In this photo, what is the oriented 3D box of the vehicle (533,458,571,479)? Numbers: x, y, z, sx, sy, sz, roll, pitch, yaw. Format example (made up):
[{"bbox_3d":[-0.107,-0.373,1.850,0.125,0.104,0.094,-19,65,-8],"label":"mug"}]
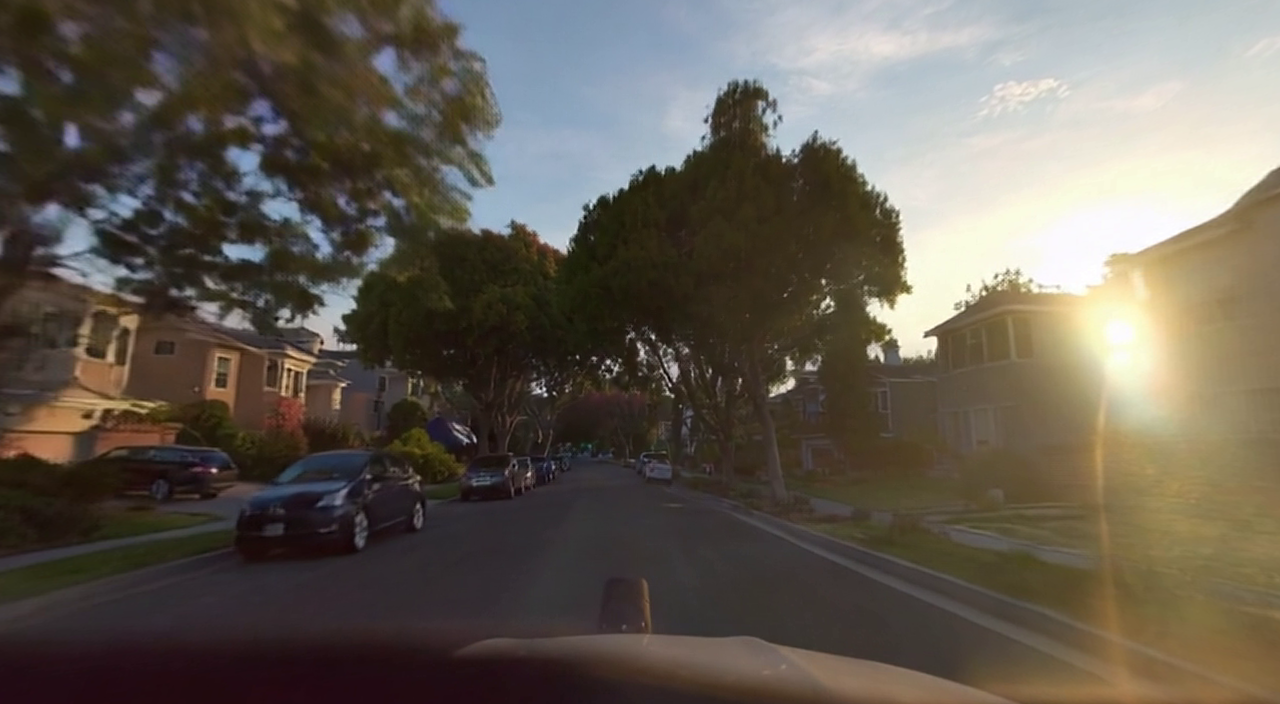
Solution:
[{"bbox_3d":[-5.843,7.781,42.365,1.995,1.330,4.080,0,-10,0],"label":"vehicle"}]

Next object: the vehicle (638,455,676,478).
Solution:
[{"bbox_3d":[1.081,7.707,42.535,2.000,1.456,5.251,1,-10,-5],"label":"vehicle"}]

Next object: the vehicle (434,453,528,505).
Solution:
[{"bbox_3d":[-5.183,4.193,21.208,2.086,1.493,4.582,-1,-10,-1],"label":"vehicle"}]

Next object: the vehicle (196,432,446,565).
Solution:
[{"bbox_3d":[-4.804,2.309,10.442,1.974,1.664,4.539,0,-11,-4],"label":"vehicle"}]

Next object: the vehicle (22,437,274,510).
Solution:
[{"bbox_3d":[-11.929,2.974,15.586,4.414,1.658,1.988,1,-10,-3],"label":"vehicle"}]
